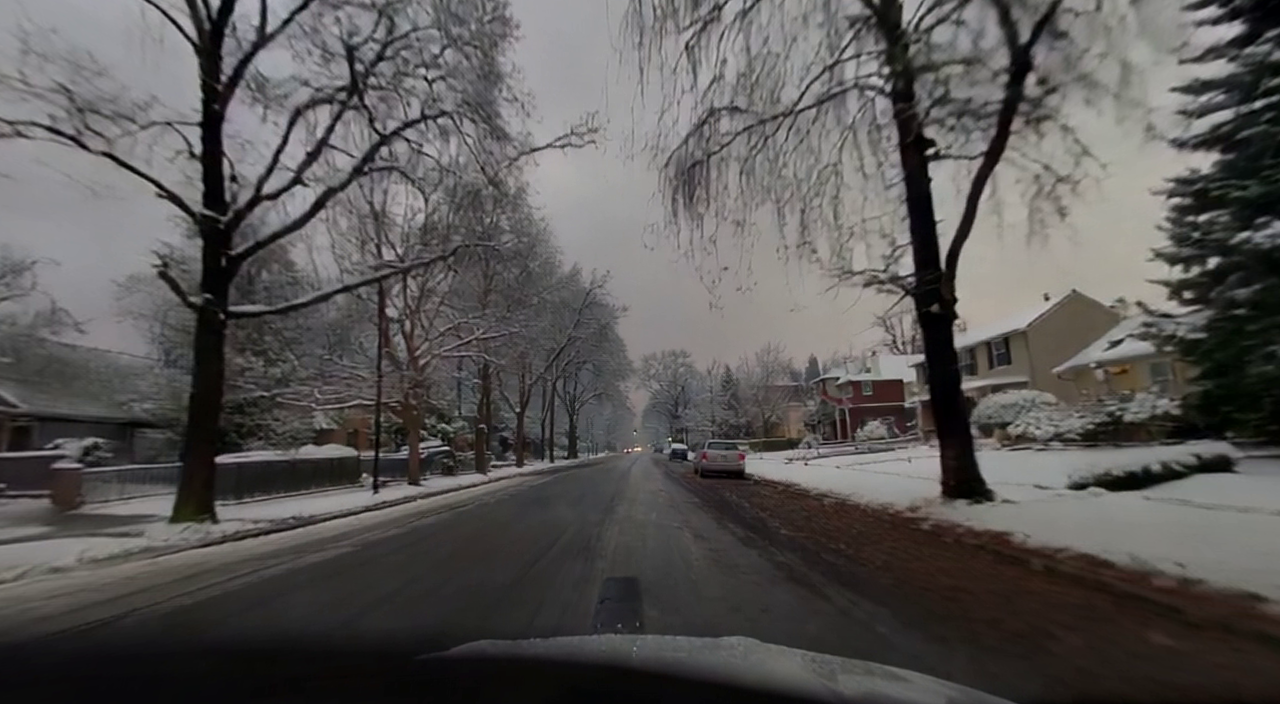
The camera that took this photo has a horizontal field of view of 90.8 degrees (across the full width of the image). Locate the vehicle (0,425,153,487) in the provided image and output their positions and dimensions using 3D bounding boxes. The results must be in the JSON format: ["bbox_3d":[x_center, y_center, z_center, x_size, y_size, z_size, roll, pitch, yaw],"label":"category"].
[{"bbox_3d":[-28.712,5.292,31.793,2.735,2.720,6.677,-2,-10,4],"label":"vehicle"}]

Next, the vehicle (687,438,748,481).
[{"bbox_3d":[3.336,4.723,28.013,2.055,1.738,4.448,0,-9,-1],"label":"vehicle"}]
